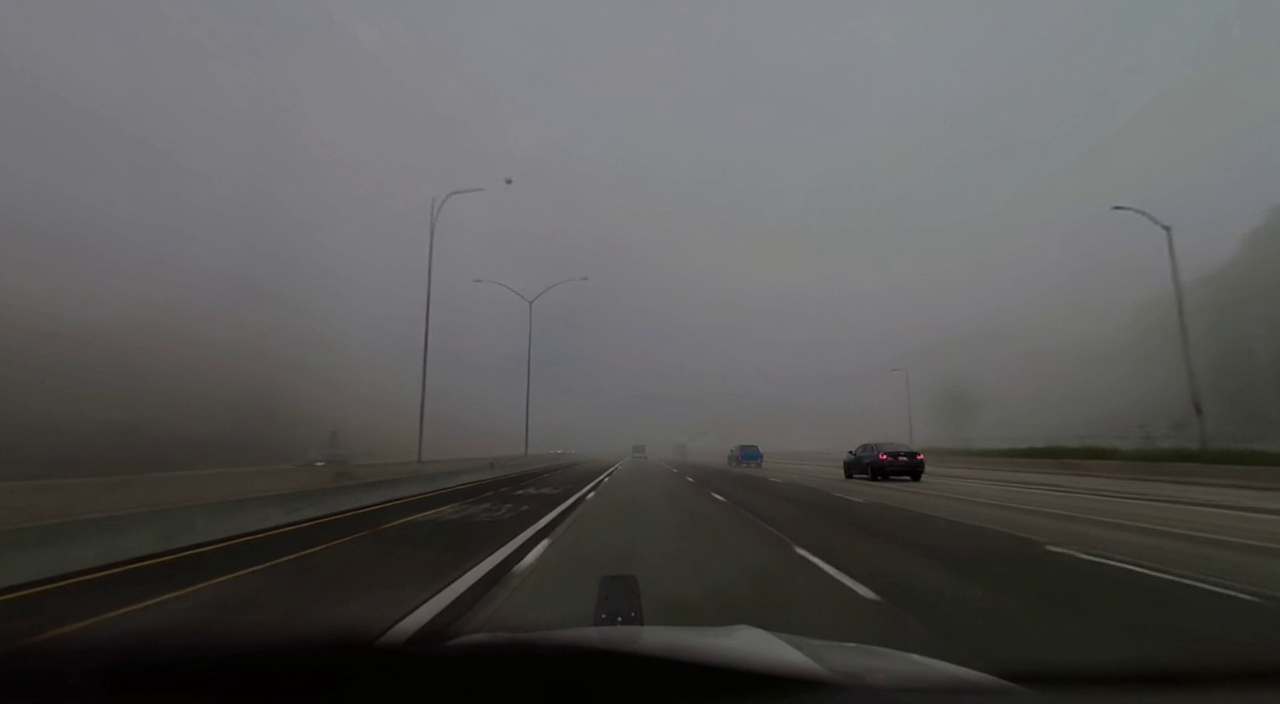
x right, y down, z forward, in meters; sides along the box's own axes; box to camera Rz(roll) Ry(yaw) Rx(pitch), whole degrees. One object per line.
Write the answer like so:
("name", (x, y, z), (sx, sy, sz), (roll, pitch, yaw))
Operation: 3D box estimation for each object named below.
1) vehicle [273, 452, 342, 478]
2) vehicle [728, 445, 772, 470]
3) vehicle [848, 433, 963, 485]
("vehicle", (-20.674, 7.026, 39.344), (1.860, 1.532, 4.310), (0, -9, 1))
("vehicle", (7.296, 7.030, 42.174), (2.053, 1.553, 4.463), (0, -9, -1))
("vehicle", (10.908, 4.467, 26.510), (2.387, 1.936, 5.646), (0, -9, 0))
